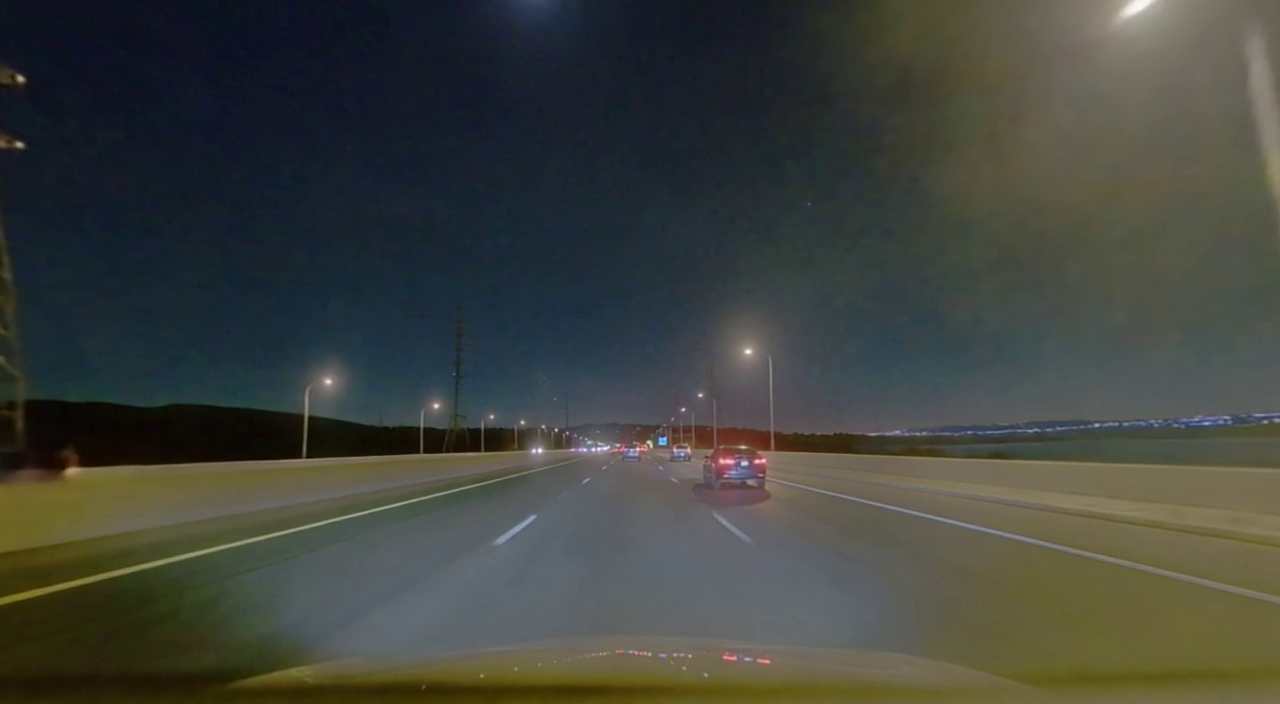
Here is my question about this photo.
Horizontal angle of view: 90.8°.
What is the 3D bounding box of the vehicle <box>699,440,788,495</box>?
[{"bbox_3d":[3.047,3.486,19.490,1.890,1.490,4.373,0,-8,-1],"label":"vehicle"}]
